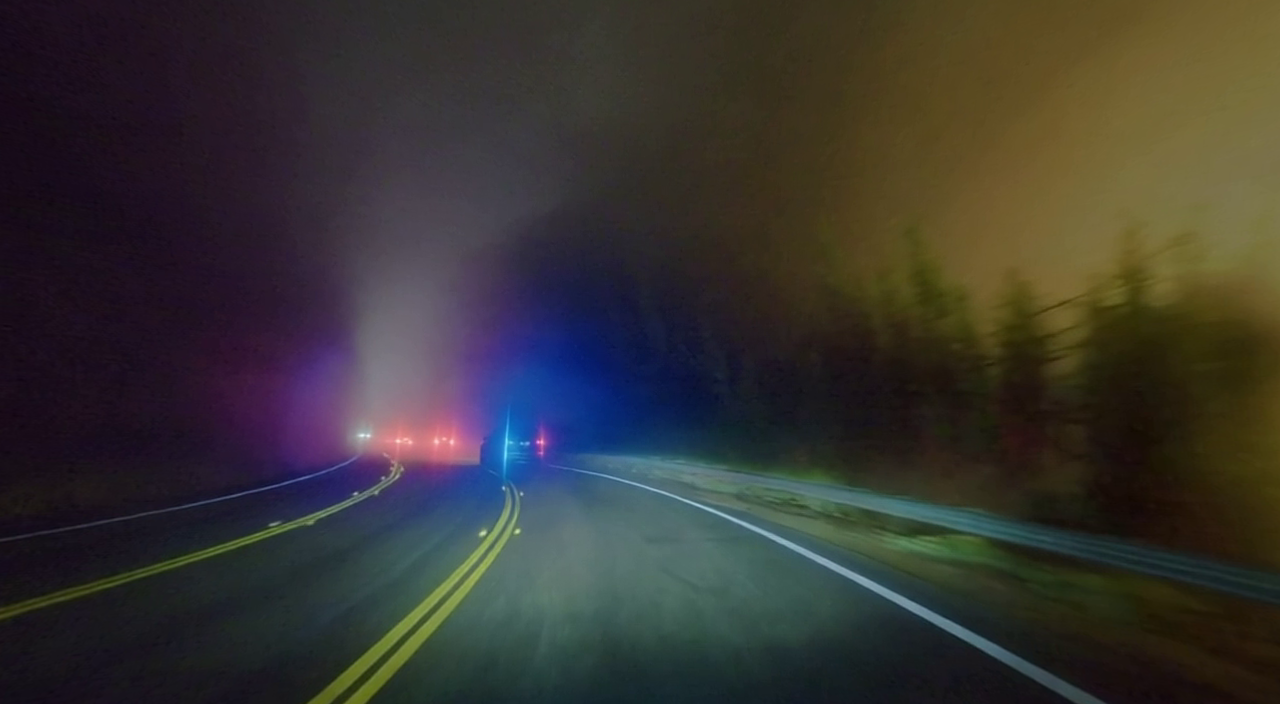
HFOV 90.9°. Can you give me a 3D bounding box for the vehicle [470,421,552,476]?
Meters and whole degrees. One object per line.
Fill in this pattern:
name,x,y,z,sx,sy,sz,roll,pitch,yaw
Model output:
vehicle,-5.435,3.934,25.880,2.500,1.961,5.637,3,-9,-19
